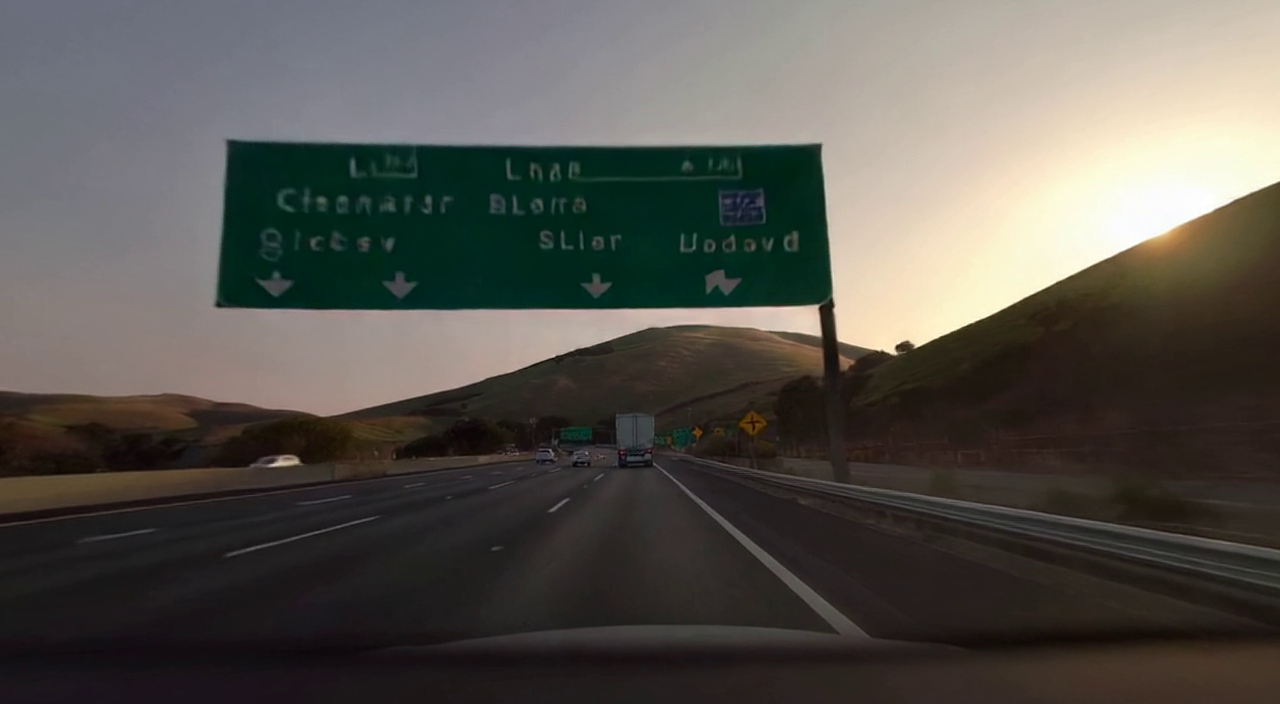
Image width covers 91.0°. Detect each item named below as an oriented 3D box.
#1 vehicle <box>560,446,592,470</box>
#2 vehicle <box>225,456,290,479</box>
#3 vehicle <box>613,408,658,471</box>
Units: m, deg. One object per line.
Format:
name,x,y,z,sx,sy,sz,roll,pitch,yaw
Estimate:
vehicle,-4.897,8.153,48.526,2.053,1.746,4.508,0,-9,-1
vehicle,-28.876,8.713,47.737,1.883,1.557,4.741,0,-9,1
vehicle,-0.211,6.739,48.021,3.039,4.131,11.822,0,-9,1
